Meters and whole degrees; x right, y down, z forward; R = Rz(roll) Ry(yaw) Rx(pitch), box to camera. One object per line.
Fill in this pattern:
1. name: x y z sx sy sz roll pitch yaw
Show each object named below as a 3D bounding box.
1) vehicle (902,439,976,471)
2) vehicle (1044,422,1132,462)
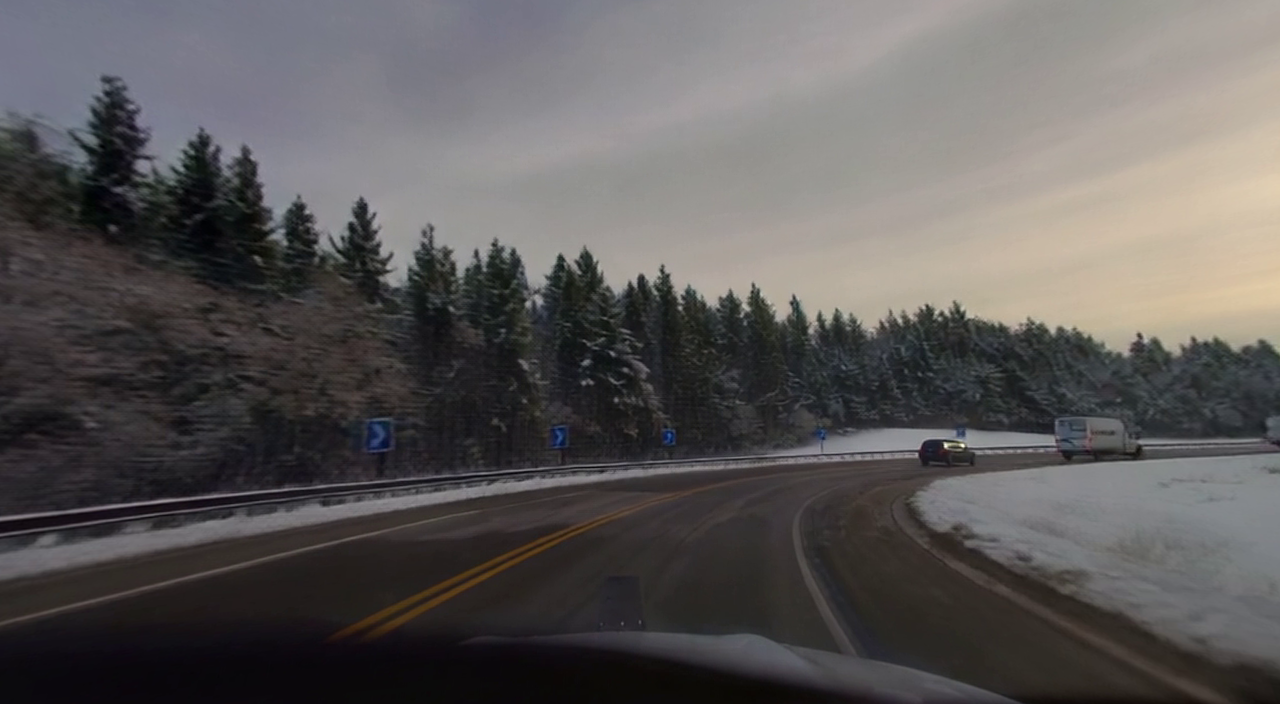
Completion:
1. vehicle: 16.940 5.823 35.582 4.325 1.674 2.221 8 -12 -42
2. vehicle: 33.887 6.815 47.640 5.981 2.823 2.498 4 -10 -24
